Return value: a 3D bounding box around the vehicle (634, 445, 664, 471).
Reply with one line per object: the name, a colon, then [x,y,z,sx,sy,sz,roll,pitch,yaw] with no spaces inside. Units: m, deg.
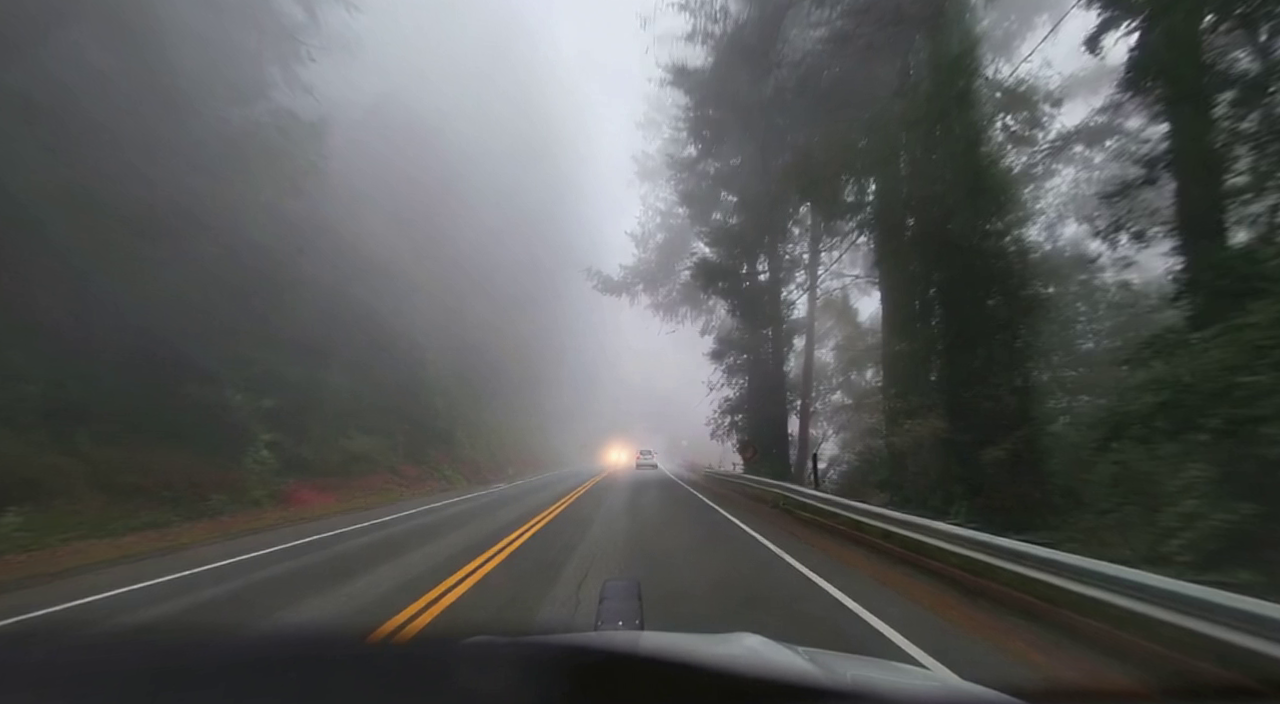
vehicle: [0.634,7.666,45.975,2.083,1.767,4.448,0,-9,0]
